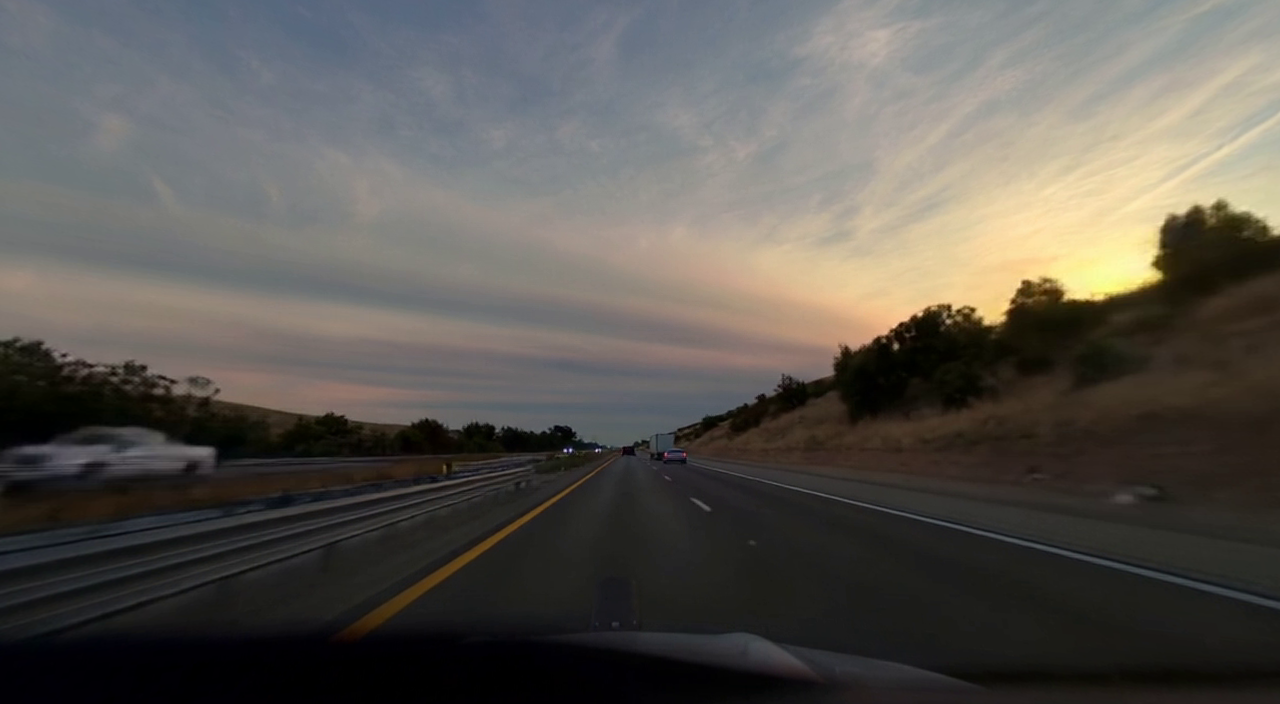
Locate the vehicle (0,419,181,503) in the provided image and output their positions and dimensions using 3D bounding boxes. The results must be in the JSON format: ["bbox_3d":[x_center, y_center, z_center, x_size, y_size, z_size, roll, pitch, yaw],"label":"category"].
[{"bbox_3d":[-13.514,2.543,14.947,2.013,1.690,4.217,0,-9,-1],"label":"vehicle"}]
